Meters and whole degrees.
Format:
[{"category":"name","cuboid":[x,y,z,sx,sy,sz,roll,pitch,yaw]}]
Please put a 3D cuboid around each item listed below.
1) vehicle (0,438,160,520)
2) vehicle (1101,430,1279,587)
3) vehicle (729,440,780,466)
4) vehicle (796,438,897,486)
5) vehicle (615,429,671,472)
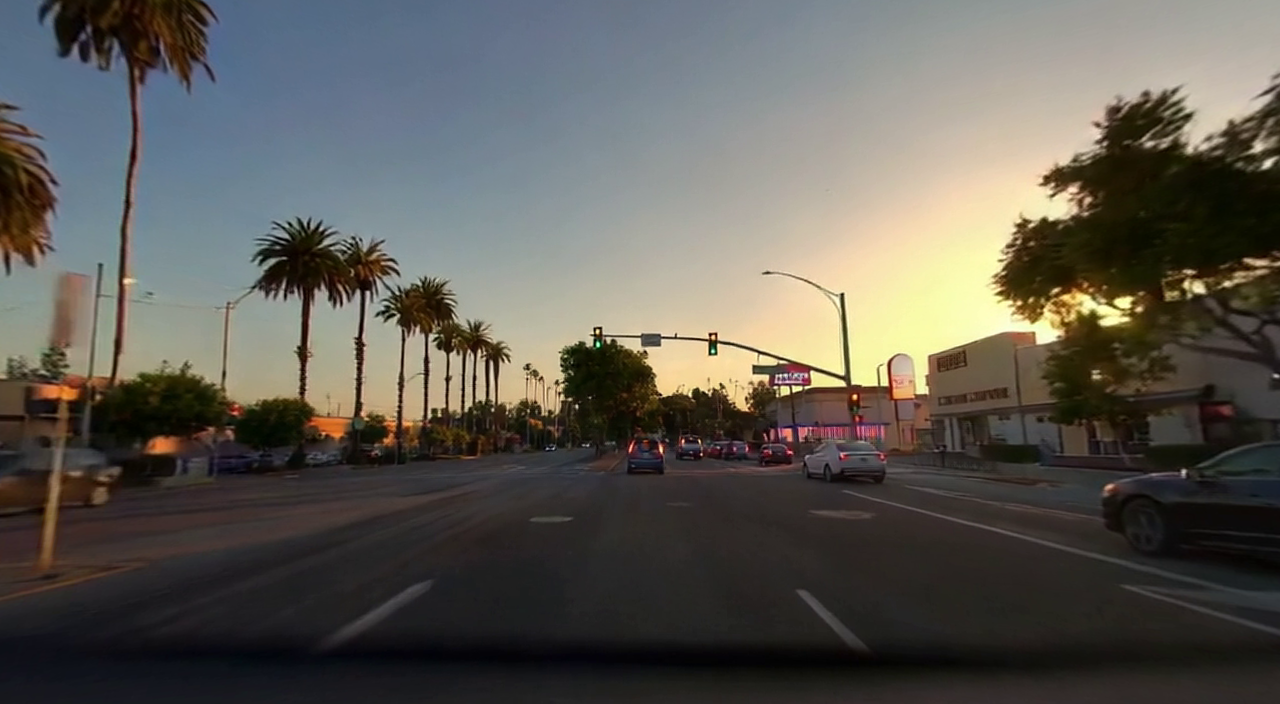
[{"category":"vehicle","cuboid":[-15.450,3.094,15.713,2.575,1.780,5.899,0,-9,-2]},{"category":"vehicle","cuboid":[7.141,1.450,5.755,2.076,1.483,4.963,0,-9,-1]},{"category":"vehicle","cuboid":[6.797,6.063,38.078,2.038,1.476,5.032,0,-9,-1]},{"category":"vehicle","cuboid":[6.890,3.726,21.627,1.902,1.461,4.428,0,-9,-1]},{"category":"vehicle","cuboid":[0.089,4.631,29.729,2.428,1.816,4.959,0,-9,-1]}]
